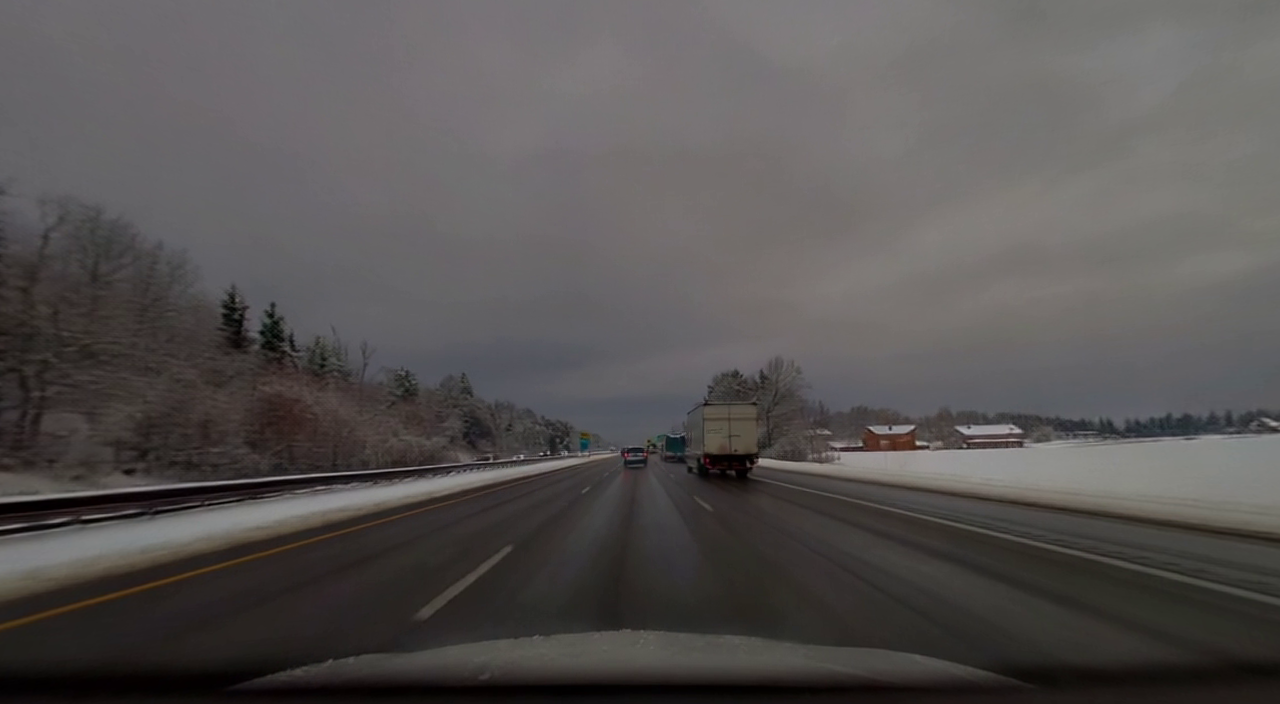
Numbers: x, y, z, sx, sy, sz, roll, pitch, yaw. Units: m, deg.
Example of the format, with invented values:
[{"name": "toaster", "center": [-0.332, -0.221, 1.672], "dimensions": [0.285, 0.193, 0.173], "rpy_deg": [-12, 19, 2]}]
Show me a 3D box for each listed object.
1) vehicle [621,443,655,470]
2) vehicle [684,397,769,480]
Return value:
[{"name": "vehicle", "center": [-0.120, 6.962, 41.972], "dimensions": [2.151, 1.678, 3.923], "rpy_deg": [0, -9, 0]}, {"name": "vehicle", "center": [4.040, 4.391, 31.598], "dimensions": [2.931, 3.530, 8.760], "rpy_deg": [0, -9, 0]}]
